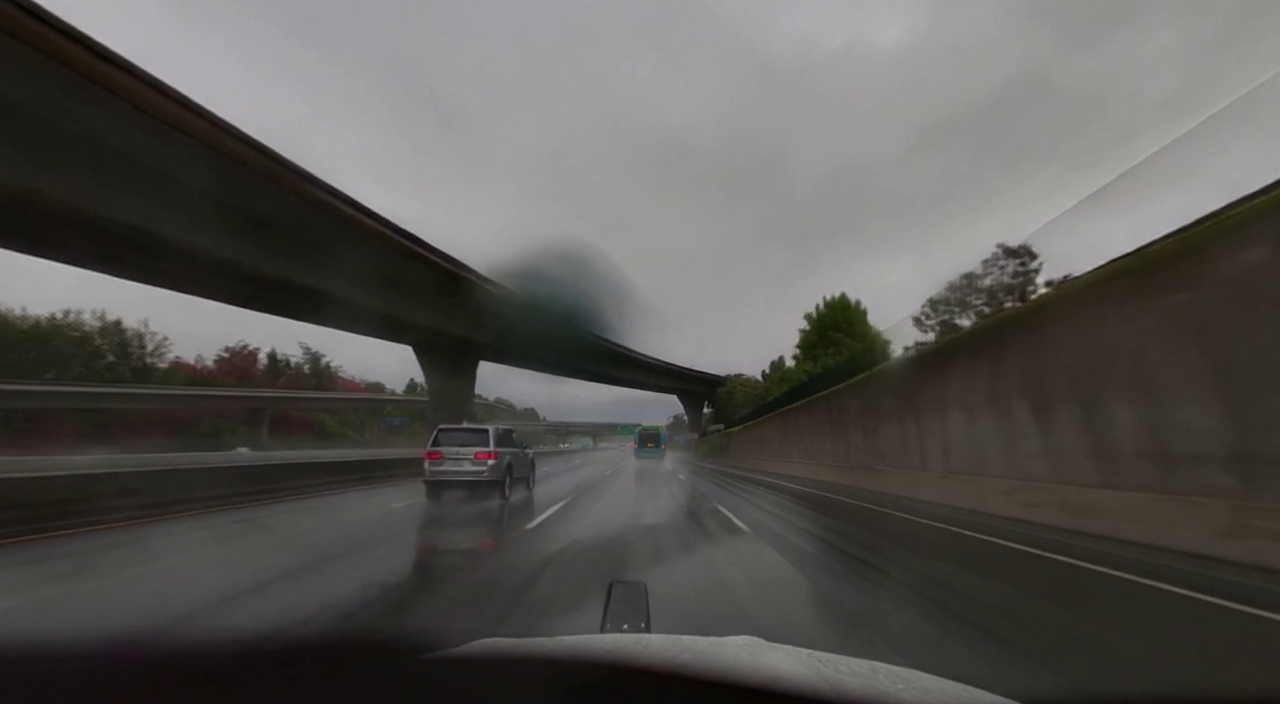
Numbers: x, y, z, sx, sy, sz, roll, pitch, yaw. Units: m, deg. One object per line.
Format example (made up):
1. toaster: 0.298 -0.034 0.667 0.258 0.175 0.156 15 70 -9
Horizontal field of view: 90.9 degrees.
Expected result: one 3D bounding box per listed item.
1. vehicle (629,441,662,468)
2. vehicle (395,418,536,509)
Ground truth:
1. vehicle: 0.369 6.840 42.192 2.052 1.711 4.223 -1 -9 0
2. vehicle: -4.150 2.761 16.012 2.147 1.918 4.834 -1 -9 1
